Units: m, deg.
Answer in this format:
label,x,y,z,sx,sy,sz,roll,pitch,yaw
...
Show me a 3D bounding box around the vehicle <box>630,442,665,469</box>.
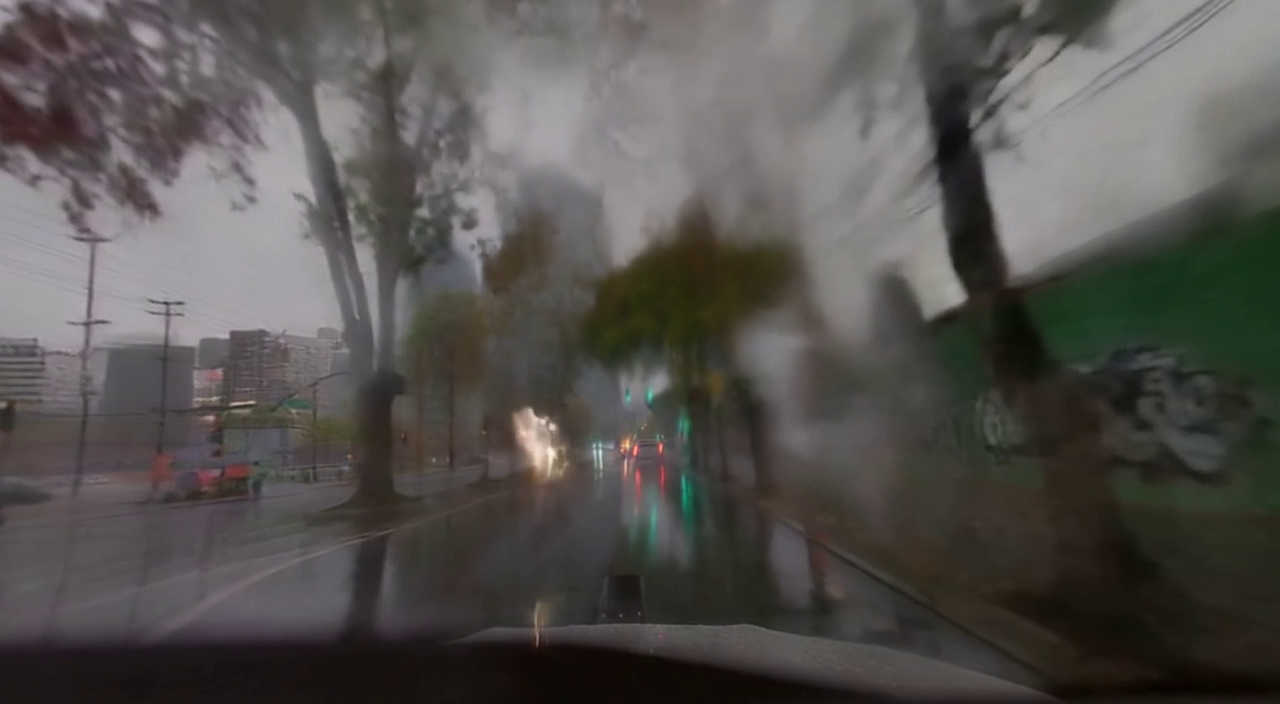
label,x,y,z,sx,sy,sz,roll,pitch,yaw
vehicle,0.461,6.600,40.392,2.105,1.611,3.750,0,-9,0
